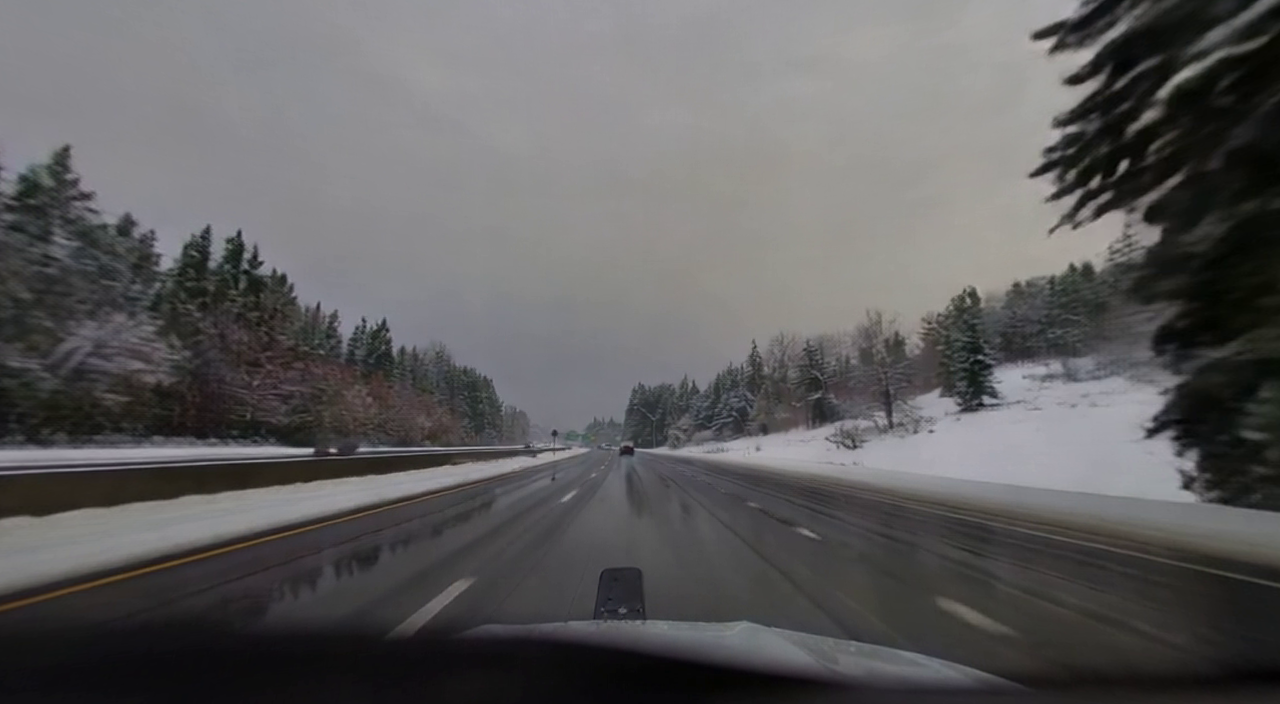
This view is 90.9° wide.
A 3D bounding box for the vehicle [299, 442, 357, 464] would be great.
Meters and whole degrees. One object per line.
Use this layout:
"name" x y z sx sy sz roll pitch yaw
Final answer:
"vehicle" -22.573 7.308 45.820 2.002 1.503 4.480 0 -9 -2
